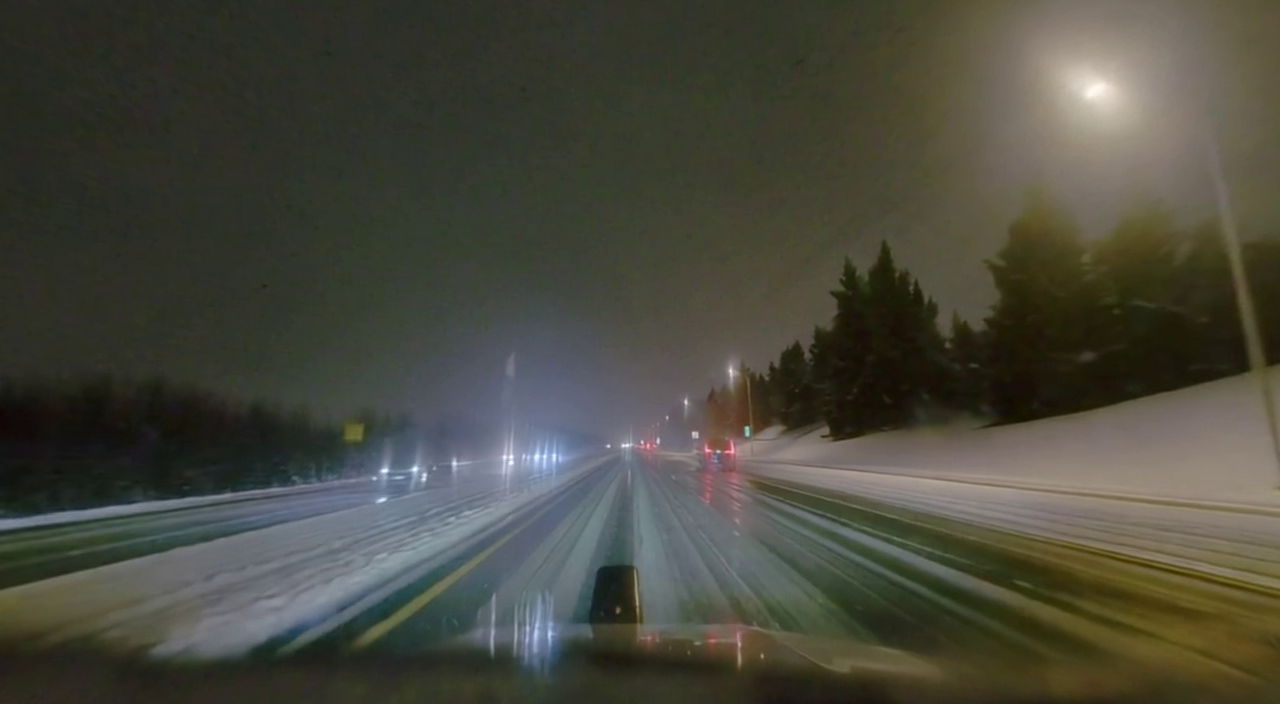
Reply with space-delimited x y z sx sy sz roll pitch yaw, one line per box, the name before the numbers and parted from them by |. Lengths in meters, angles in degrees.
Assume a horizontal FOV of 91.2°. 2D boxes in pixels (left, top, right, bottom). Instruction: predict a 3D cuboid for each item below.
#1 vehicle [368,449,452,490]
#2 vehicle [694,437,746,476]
vehicle | -9.771 5.016 27.058 1.967 1.569 4.519 0 -9 -1
vehicle | 3.536 4.675 28.287 1.972 1.614 4.025 -1 -9 2
